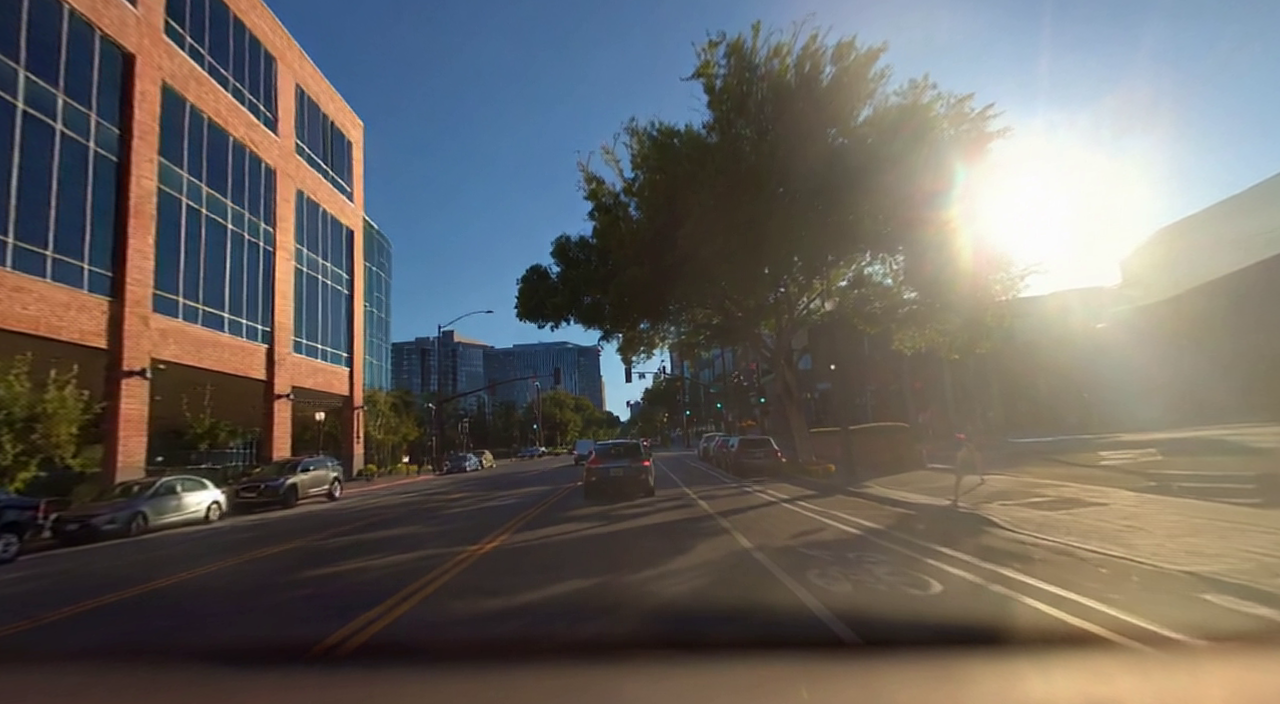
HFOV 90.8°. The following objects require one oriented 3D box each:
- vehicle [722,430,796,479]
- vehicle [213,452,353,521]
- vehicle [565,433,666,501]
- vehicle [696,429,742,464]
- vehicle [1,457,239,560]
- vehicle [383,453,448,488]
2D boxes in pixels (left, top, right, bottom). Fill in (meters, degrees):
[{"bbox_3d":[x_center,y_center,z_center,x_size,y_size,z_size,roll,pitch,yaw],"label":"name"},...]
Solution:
[{"bbox_3d":[4.508,3.957,24.653,1.924,1.645,4.528,-2,-8,0],"label":"vehicle"},{"bbox_3d":[-11.904,4.455,21.520,2.090,1.784,4.832,-5,-8,-2],"label":"vehicle"},{"bbox_3d":[-0.583,2.883,16.271,2.269,1.479,3.980,-1,-8,-1],"label":"vehicle"},{"bbox_3d":[4.585,5.581,37.427,1.972,1.822,4.889,-4,-8,-1],"label":"vehicle"},{"bbox_3d":[-12.089,3.571,15.214,1.945,1.712,4.648,-7,-8,-2],"label":"vehicle"},{"bbox_3d":[-12.144,6.398,34.466,1.968,1.469,4.523,-4,-7,-1],"label":"vehicle"}]
